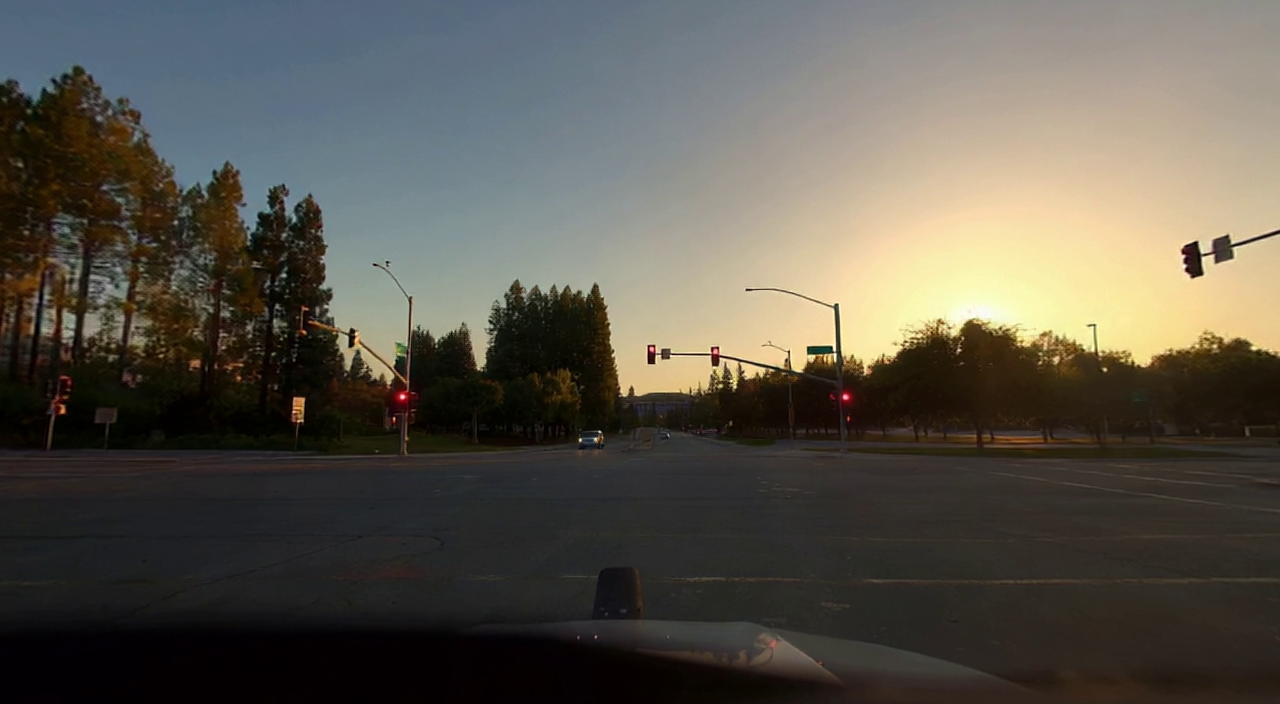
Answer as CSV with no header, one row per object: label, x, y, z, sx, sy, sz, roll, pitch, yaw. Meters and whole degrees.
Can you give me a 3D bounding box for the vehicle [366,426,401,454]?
vehicle,-20.007,6.867,48.887,1.873,2.079,2.879,5,-10,-33
